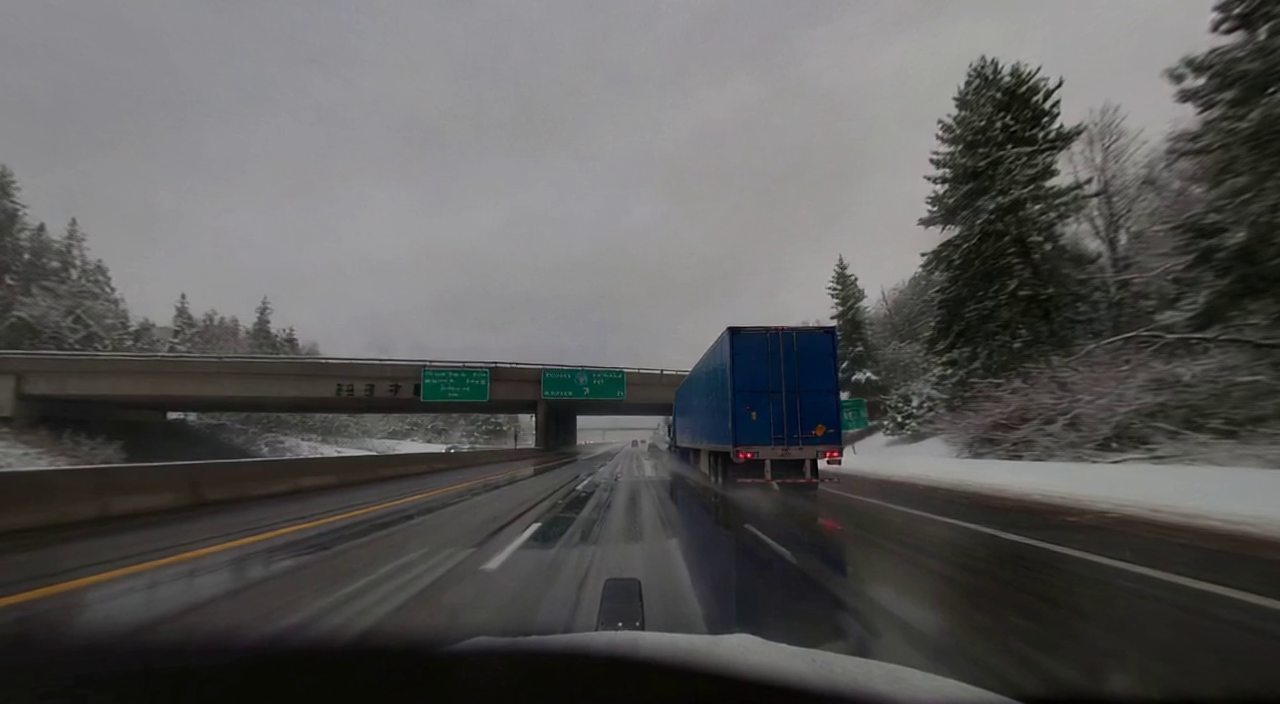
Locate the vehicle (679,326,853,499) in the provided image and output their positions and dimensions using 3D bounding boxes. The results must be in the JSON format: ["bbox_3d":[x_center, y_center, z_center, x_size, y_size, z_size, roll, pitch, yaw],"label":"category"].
[{"bbox_3d":[3.492,2.666,23.327,2.743,4.160,16.408,0,-9,-1],"label":"vehicle"}]
